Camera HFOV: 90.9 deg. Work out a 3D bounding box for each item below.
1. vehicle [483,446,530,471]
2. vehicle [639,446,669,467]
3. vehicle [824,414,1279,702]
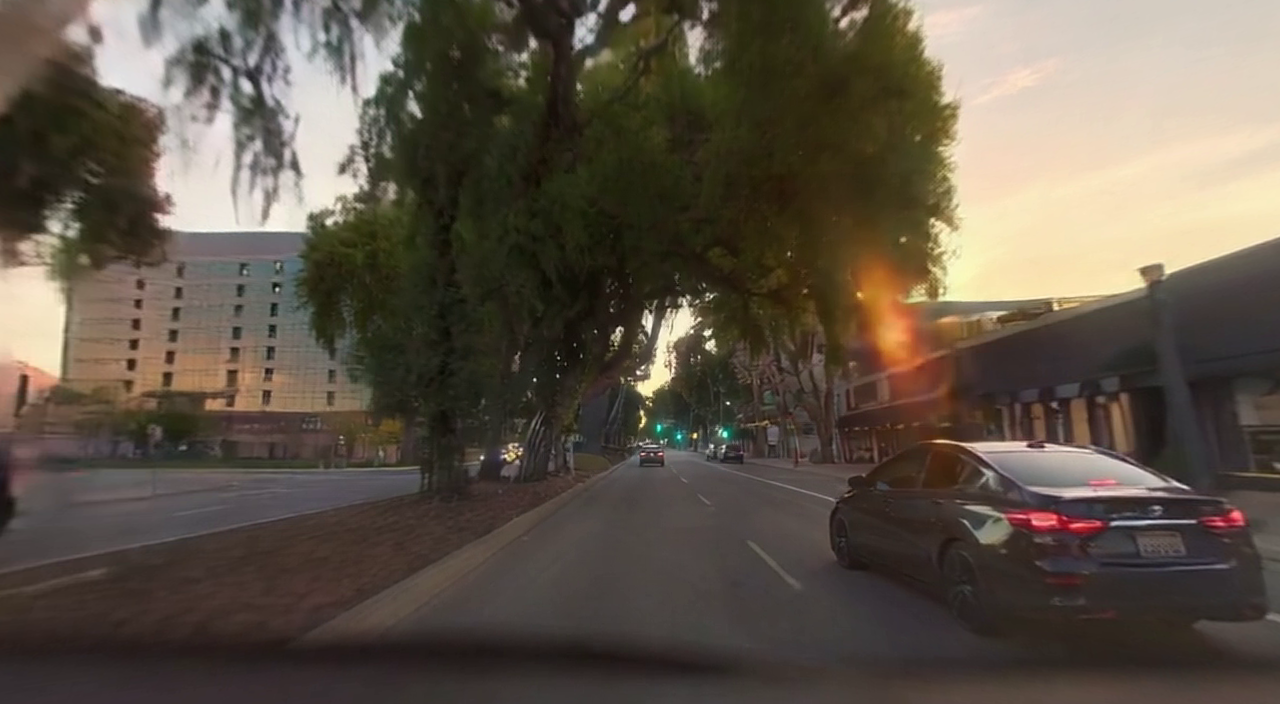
[{"bbox_3d":[-8.262,6.605,39.332,1.922,1.464,4.201,0,-8,1],"label":"vehicle"},{"bbox_3d":[0.904,7.043,42.832,1.945,1.343,3.827,0,-8,0],"label":"vehicle"},{"bbox_3d":[3.193,1.383,5.405,1.989,1.498,4.050,0,-8,0],"label":"vehicle"}]
